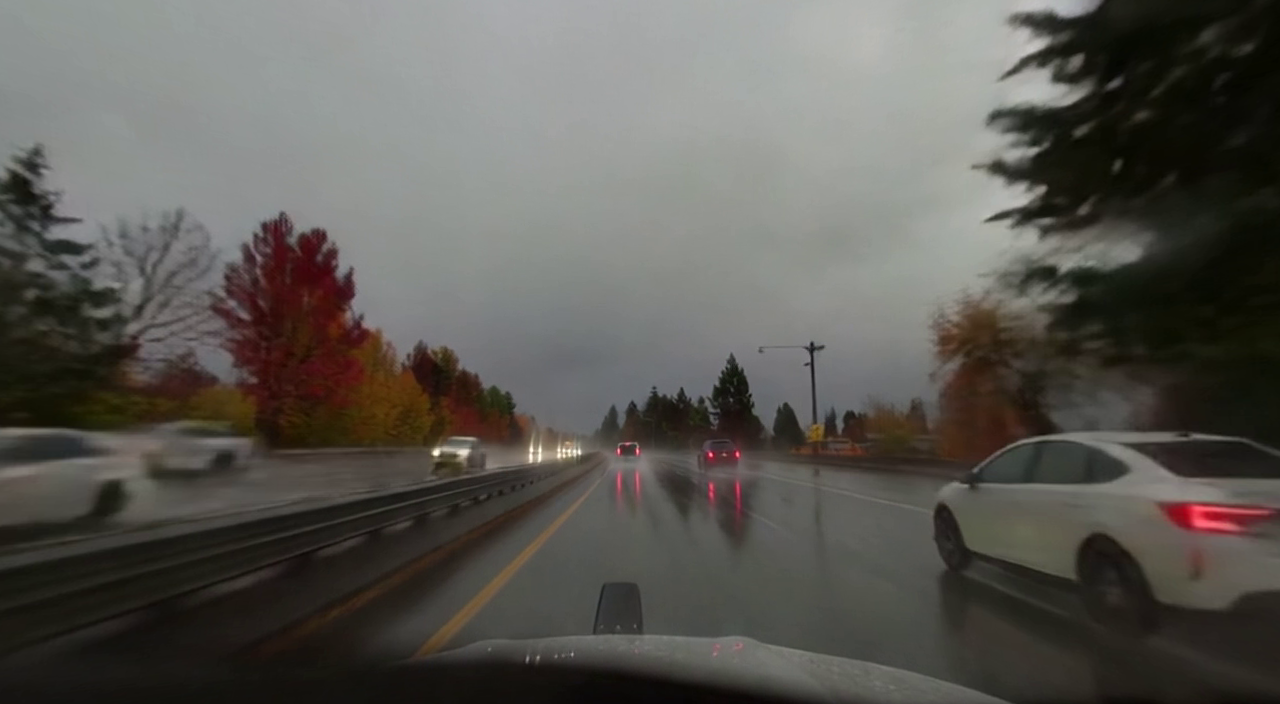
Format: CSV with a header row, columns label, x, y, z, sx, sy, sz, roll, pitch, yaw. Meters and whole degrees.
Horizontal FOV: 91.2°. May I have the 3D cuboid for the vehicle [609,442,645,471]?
label,x,y,z,sx,sy,sz,roll,pitch,yaw
vehicle,-0.810,6.675,40.150,2.151,1.693,4.201,0,-9,-1

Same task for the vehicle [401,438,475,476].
label,x,y,z,sx,sy,sz,roll,pitch,yaw
vehicle,-8.686,4.565,27.325,1.938,1.501,3.908,-1,-9,0

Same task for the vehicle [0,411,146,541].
label,x,y,z,sx,sy,sz,roll,pitch,yaw
vehicle,-8.314,1.463,7.366,1.840,1.487,3.872,0,-9,0

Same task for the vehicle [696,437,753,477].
label,x,y,z,sx,sy,sz,roll,pitch,yaw
vehicle,3.881,4.913,29.528,1.982,1.745,4.151,0,-9,-1

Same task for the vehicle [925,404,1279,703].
label,x,y,z,sx,sy,sz,roll,pitch,yaw
vehicle,4.116,1.281,4.808,1.968,1.513,3.911,0,-9,0
